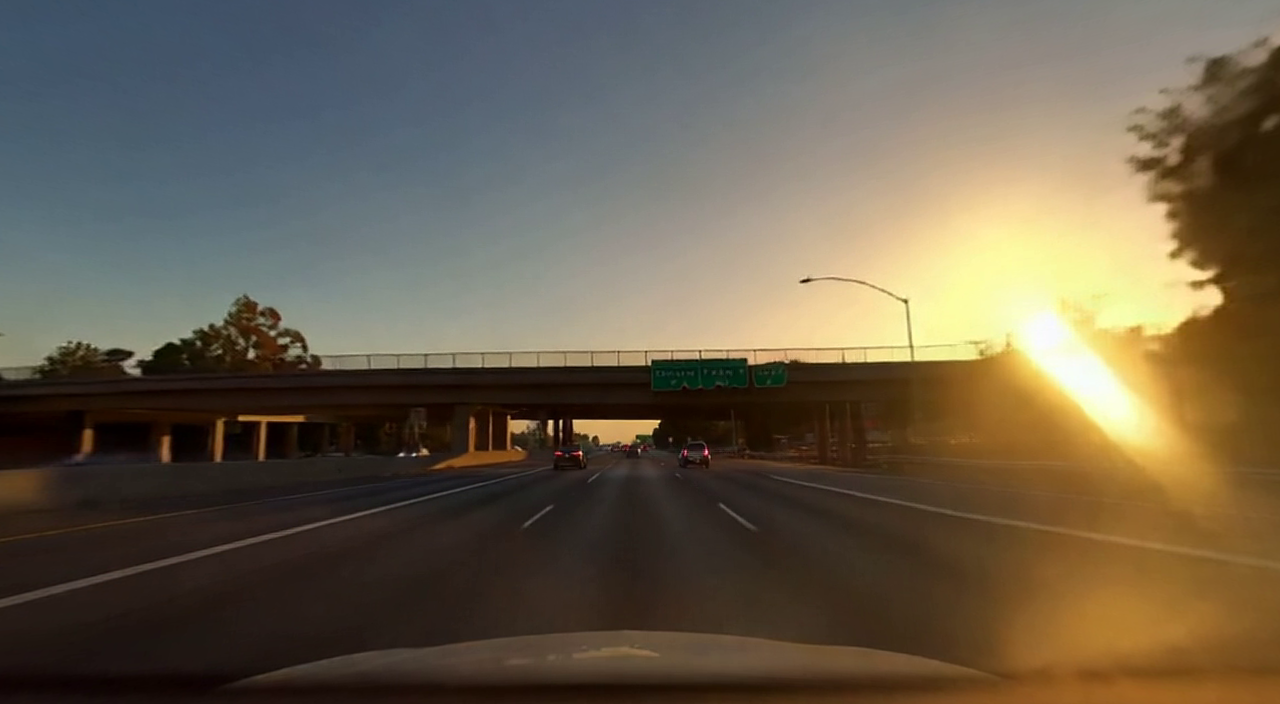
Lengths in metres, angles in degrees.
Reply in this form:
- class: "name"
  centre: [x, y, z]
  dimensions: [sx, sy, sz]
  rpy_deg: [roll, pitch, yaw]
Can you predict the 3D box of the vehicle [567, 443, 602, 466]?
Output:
- class: "vehicle"
  centre: [-3.908, 7.281, 45.050]
  dimensions: [2.091, 1.544, 4.409]
  rpy_deg: [0, -8, 0]
